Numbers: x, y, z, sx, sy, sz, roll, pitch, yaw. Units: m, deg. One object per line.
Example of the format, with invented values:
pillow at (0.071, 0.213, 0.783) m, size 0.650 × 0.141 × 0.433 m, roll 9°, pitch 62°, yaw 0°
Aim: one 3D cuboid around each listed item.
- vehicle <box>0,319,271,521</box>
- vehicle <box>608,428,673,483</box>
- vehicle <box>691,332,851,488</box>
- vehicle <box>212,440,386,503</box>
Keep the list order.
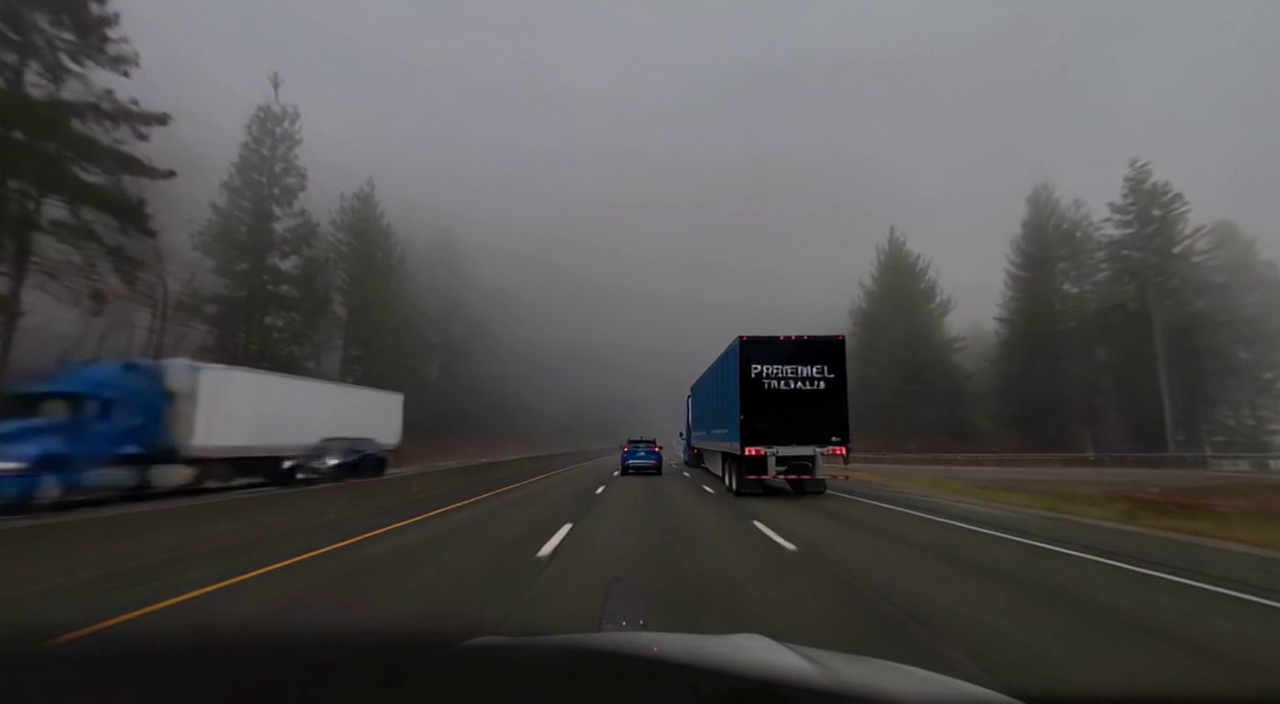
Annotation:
vehicle at (-13.520, 1.831, 15.611) m, size 3.042 × 3.762 × 9.032 m, roll 0°, pitch -8°, yaw 1°
vehicle at (0.033, 3.898, 24.016) m, size 2.222 × 1.848 × 4.610 m, roll 0°, pitch -8°, yaw 0°
vehicle at (4.130, 2.742, 25.123) m, size 2.899 × 4.160 × 16.621 m, roll 0°, pitch -8°, yaw 0°
vehicle at (-9.109, 3.210, 17.472) m, size 2.117 × 1.493 × 4.774 m, roll 0°, pitch -8°, yaw 1°
